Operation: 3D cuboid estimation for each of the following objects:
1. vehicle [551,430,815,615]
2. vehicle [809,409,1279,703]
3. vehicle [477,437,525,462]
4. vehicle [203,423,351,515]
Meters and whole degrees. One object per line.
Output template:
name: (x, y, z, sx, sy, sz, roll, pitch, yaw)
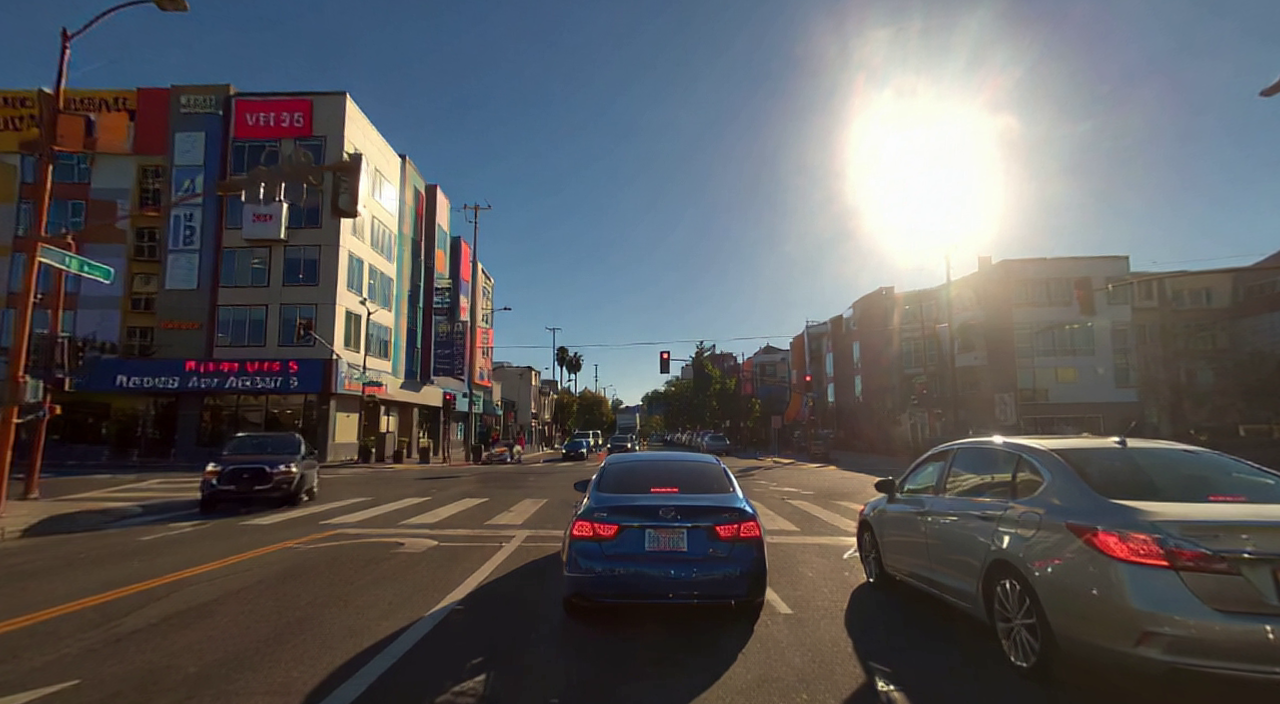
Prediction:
vehicle: (0.251, 1.678, 7.195, 2.132, 1.464, 4.089, 0, -8, -3)
vehicle: (2.810, 1.285, 4.561, 1.961, 1.498, 4.356, 0, -8, 0)
vehicle: (-9.401, 6.635, 42.909, 2.030, 1.596, 3.912, -1, -8, 5)
vehicle: (-9.490, 2.882, 16.154, 2.338, 1.889, 5.998, 6, -11, -37)
